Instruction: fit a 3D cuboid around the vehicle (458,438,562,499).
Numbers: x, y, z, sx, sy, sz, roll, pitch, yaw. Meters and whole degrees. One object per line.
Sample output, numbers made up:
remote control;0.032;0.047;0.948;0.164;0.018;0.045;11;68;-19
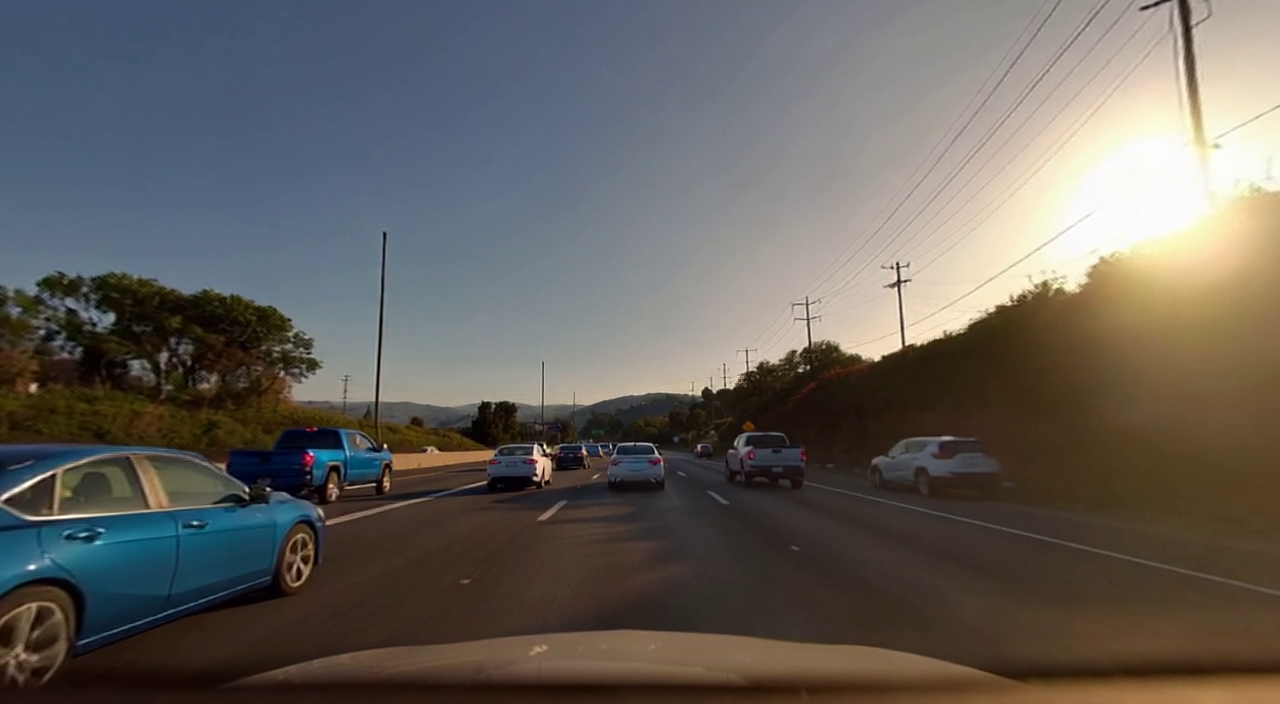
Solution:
vehicle;-3.385;3.105;17.272;1.899;1.437;4.131;0;-8;1

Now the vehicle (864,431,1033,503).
vehicle;7.904;2.968;16.858;1.969;1.608;4.865;0;-8;-1

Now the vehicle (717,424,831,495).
vehicle;3.768;3.155;18.917;2.113;1.800;5.376;0;-8;-1

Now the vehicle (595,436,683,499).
vehicle;-0.053;3.088;17.421;2.102;1.499;4.439;0;-8;-1

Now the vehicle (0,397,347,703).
vehicle;-3.749;1.060;3.537;1.955;1.481;4.604;0;-8;1
